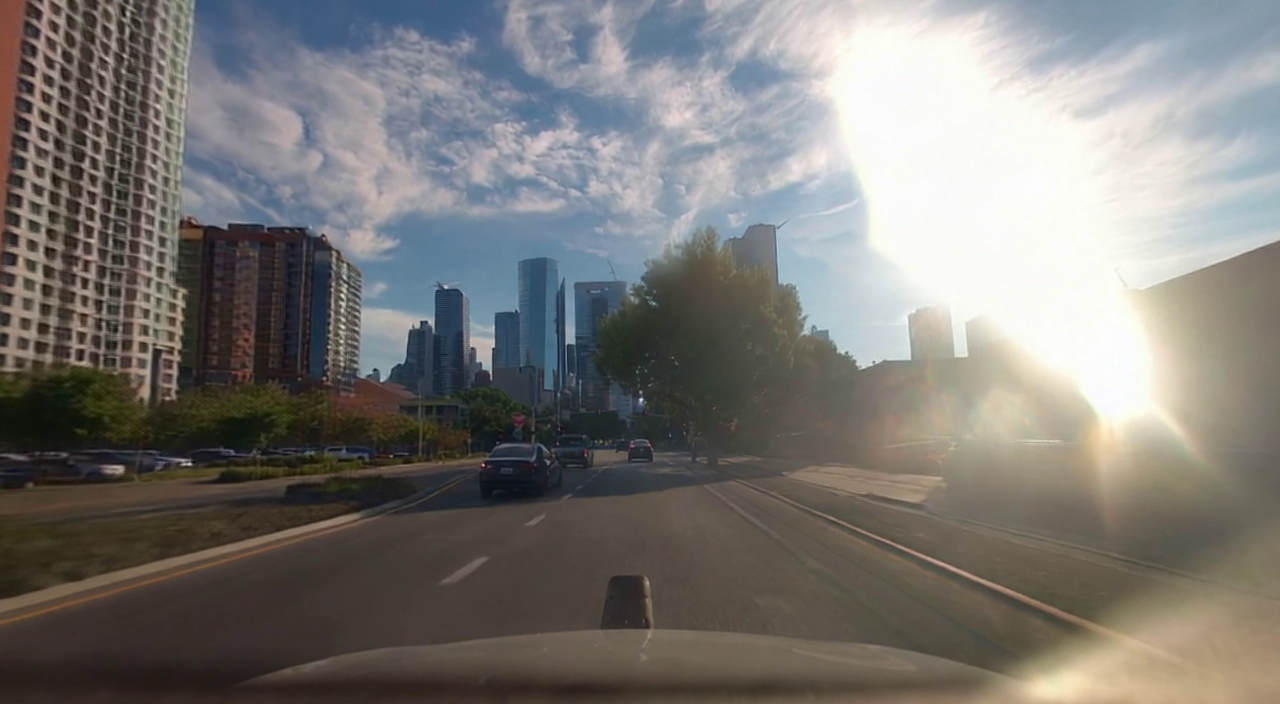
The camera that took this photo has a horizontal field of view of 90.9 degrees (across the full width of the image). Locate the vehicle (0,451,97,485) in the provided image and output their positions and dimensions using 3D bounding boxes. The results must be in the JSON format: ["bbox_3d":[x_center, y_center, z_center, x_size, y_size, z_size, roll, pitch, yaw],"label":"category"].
[{"bbox_3d":[-37.044,7.075,38.637,5.538,1.947,2.165,-1,-9,4],"label":"vehicle"}]

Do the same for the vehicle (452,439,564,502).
[{"bbox_3d":[-3.261,3.027,16.508,1.959,1.406,4.272,0,-9,0],"label":"vehicle"}]

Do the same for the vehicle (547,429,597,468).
[{"bbox_3d":[-3.586,5.243,34.279,2.152,1.987,4.527,0,-9,1],"label":"vehicle"}]

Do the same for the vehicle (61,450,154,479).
[{"bbox_3d":[-37.148,7.834,44.061,4.402,1.868,2.071,0,-9,-4],"label":"vehicle"}]
